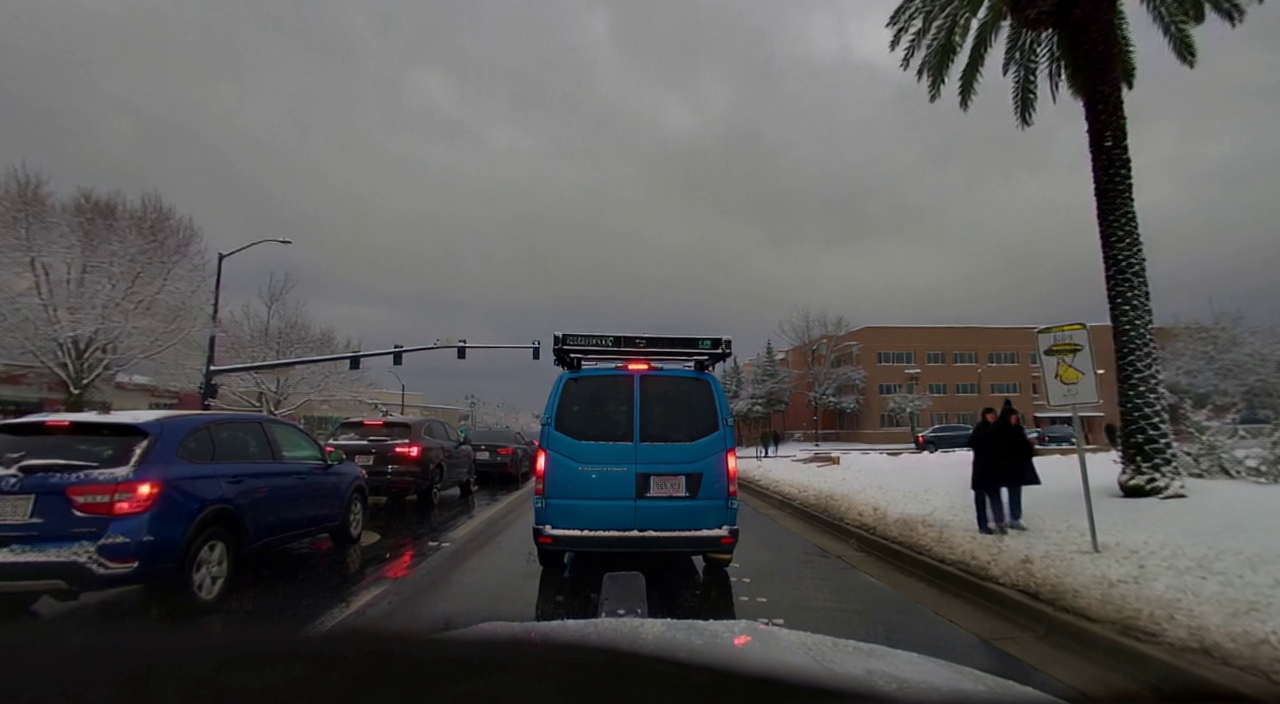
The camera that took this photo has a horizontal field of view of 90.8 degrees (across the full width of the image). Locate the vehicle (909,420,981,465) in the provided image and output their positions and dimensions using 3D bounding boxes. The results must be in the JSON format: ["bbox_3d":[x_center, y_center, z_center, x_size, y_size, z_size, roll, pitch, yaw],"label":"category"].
[{"bbox_3d":[12.628,3.757,26.042,2.046,1.675,3.924,-6,-10,33],"label":"vehicle"}]

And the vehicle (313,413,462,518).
[{"bbox_3d":[-5.225,2.412,13.881,2.089,1.854,5.022,2,-9,-11],"label":"vehicle"}]

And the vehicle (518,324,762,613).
[{"bbox_3d":[-0.212,1.214,7.167,1.902,2.238,4.263,1,-9,-6],"label":"vehicle"}]

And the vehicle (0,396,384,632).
[{"bbox_3d":[-4.410,1.466,6.665,1.986,1.643,4.315,1,-9,-6],"label":"vehicle"}]

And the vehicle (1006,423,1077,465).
[{"bbox_3d":[15.753,3.619,24.706,2.048,1.475,3.972,-6,-10,34],"label":"vehicle"}]

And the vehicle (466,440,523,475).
[{"bbox_3d":[-6.859,4.887,29.554,1.818,1.479,4.428,4,-9,-22],"label":"vehicle"}]
